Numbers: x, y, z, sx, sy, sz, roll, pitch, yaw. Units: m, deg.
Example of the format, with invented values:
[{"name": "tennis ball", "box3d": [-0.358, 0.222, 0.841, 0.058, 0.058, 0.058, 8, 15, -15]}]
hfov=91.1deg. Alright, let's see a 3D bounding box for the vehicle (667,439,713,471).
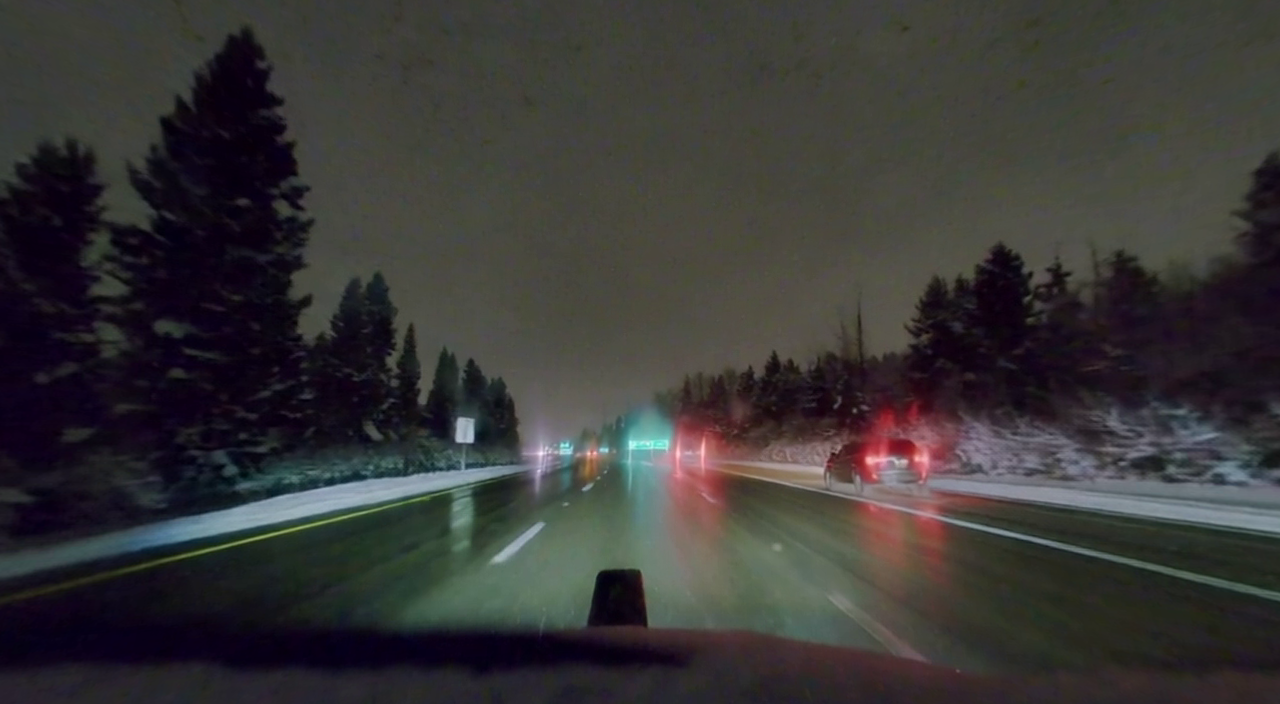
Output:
[{"name": "vehicle", "box3d": [3.035, 6.406, 39.087, 2.233, 1.861, 4.494, 1, -9, -3]}]
